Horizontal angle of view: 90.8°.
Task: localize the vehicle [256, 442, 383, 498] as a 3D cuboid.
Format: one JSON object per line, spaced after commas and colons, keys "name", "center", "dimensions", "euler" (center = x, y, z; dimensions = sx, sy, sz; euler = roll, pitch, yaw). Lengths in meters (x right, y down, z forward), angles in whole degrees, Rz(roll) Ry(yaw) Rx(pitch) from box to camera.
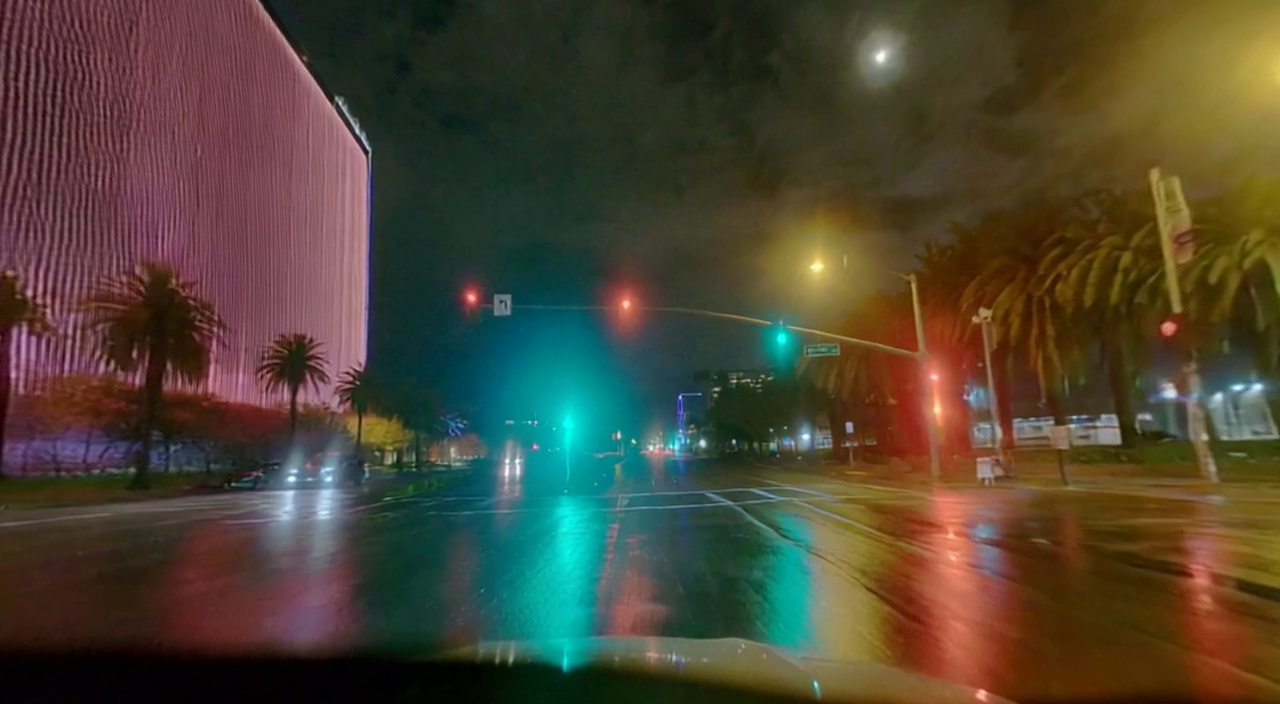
{"name": "vehicle", "center": [-12.891, 4.742, 26.002], "dimensions": [2.268, 2.016, 5.632], "euler": [0, -9, 0]}
